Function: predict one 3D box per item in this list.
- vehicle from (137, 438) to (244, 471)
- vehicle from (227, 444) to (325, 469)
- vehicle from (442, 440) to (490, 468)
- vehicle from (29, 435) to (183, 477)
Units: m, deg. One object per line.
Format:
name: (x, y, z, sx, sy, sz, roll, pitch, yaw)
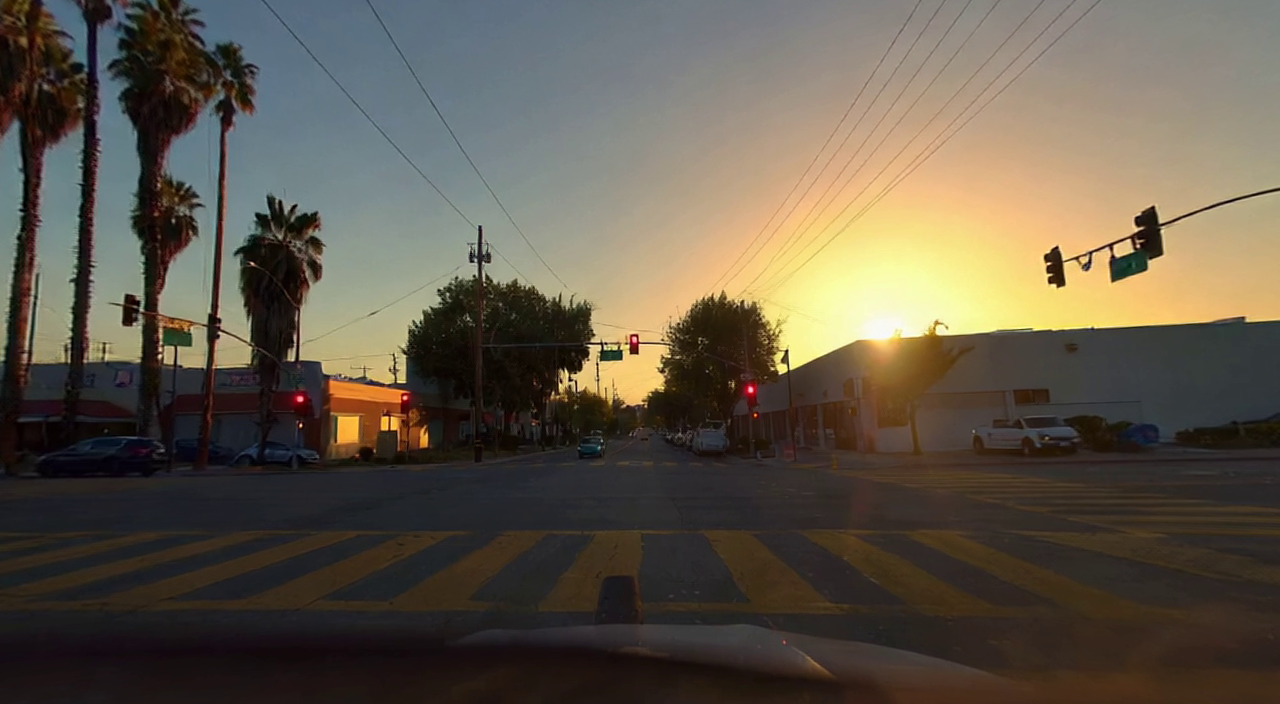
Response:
vehicle: (-25.869, 5.918, 36.473, 4.613, 1.820, 2.021, -1, -9, 3)
vehicle: (-22.303, 6.421, 38.826, 4.849, 1.444, 1.881, 0, -8, 1)
vehicle: (-11.968, 7.001, 43.716, 2.016, 1.717, 4.287, -2, -7, 1)
vehicle: (-24.153, 4.717, 28.762, 4.837, 1.819, 2.041, 1, -9, -9)
